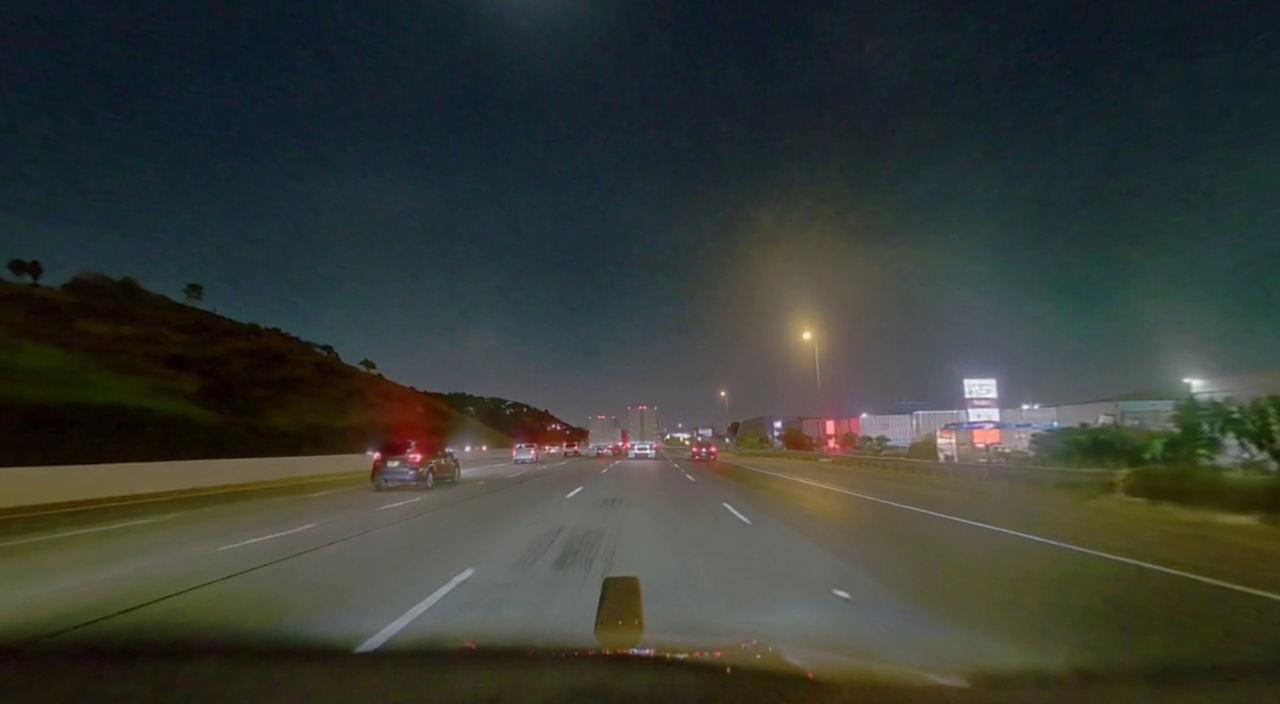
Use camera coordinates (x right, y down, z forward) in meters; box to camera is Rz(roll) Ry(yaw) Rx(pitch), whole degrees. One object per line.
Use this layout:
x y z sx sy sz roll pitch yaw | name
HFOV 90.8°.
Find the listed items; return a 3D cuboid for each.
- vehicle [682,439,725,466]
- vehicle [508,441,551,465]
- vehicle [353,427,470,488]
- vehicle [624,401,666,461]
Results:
3.652 5.876 36.976 2.006 1.452 4.246 0 -9 -1 | vehicle
-6.990 6.411 40.254 1.891 1.460 4.506 0 -8 0 | vehicle
-7.272 3.418 20.672 2.122 1.754 4.379 0 -8 1 | vehicle
0.299 6.318 49.555 2.969 4.104 10.906 0 -9 -1 | vehicle
